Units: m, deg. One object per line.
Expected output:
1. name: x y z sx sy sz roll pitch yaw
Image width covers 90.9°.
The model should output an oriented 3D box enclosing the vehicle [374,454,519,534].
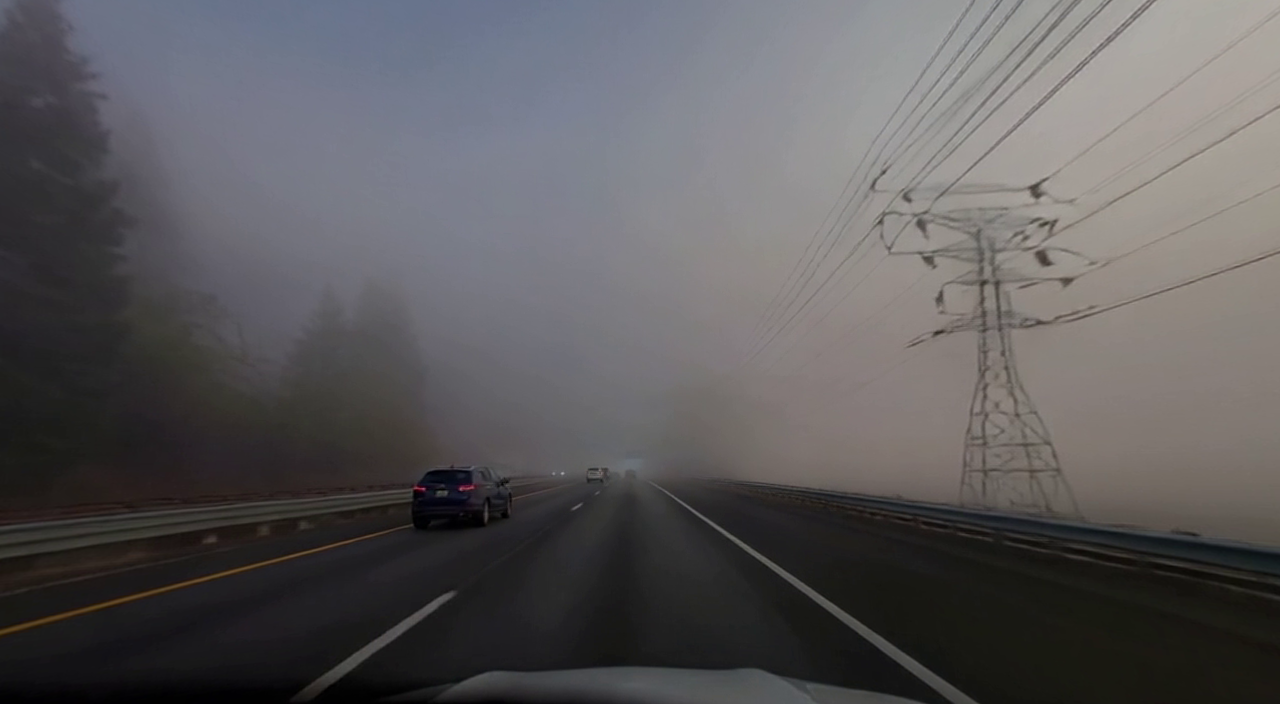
1. vehicle: -4.167 3.158 14.403 1.963 1.501 4.227 1 -11 0
